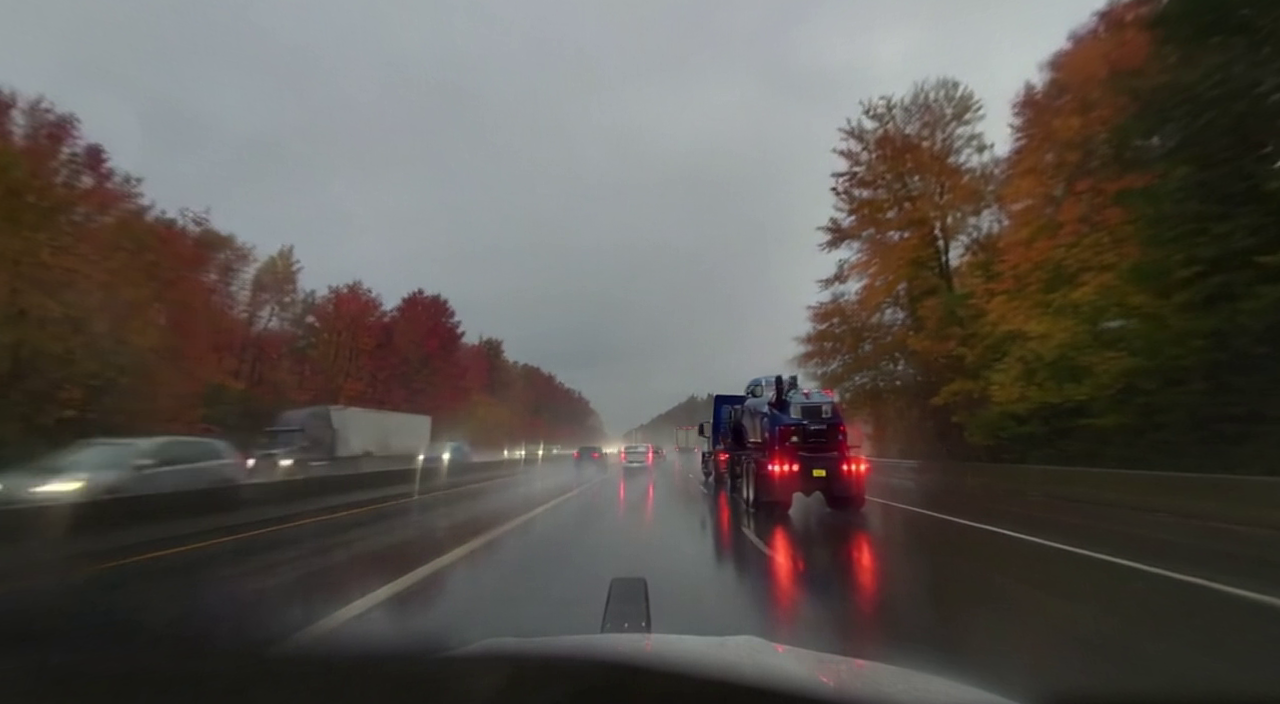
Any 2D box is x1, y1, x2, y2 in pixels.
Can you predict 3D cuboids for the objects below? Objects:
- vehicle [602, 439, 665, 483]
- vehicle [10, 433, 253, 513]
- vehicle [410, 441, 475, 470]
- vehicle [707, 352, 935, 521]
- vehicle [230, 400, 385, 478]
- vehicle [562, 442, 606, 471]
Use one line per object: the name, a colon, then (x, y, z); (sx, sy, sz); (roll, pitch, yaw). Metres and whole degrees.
vehicle: (-0.132, 4.045, 23.682); (2.152, 1.484, 4.211); (0, -8, 2)
vehicle: (-11.112, 2.634, 14.236); (1.905, 1.511, 4.095); (0, -8, 3)
vehicle: (-10.912, 5.725, 35.046); (1.998, 1.514, 4.303); (0, -8, 3)
vehicle: (4.197, 2.584, 18.798); (3.150, 3.257, 13.098); (0, -8, 1)
vehicle: (-18.149, 4.940, 35.534); (2.985, 3.765, 9.850); (0, -8, 2)
vehicle: (-2.985, 5.667, 34.304); (1.928, 1.464, 3.706); (0, -8, 2)
